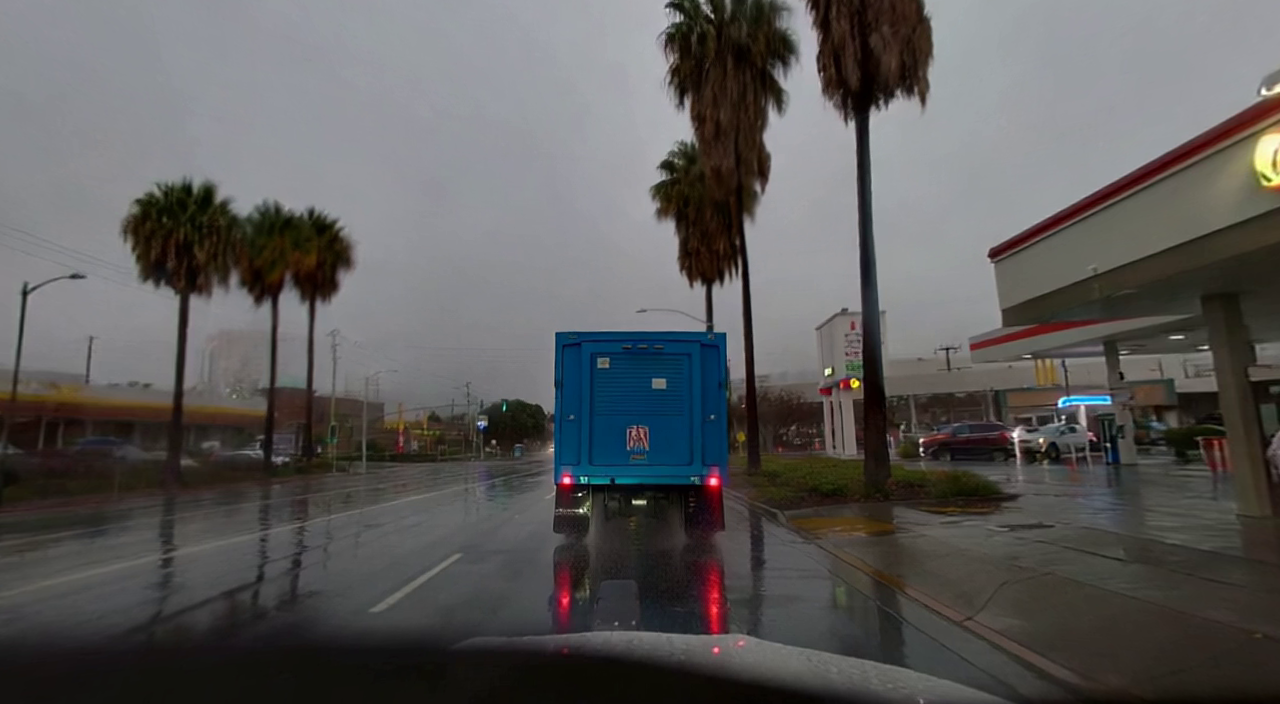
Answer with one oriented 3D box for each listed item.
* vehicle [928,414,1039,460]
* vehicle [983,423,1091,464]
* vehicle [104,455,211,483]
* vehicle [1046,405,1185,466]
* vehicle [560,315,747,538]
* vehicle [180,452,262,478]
[{"bbox_3d":[16.023,3.992,29.385,5.078,1.937,2.326,6,-10,-34],"label":"vehicle"},{"bbox_3d":[15.260,3.516,24.255,4.105,1.433,1.931,6,-10,-34],"label":"vehicle"},{"bbox_3d":[-27.588,6.670,36.326,4.493,1.453,1.912,4,-9,-27],"label":"vehicle"},{"bbox_3d":[15.785,2.736,20.915,4.472,1.730,1.939,2,-10,-31],"label":"vehicle"},{"bbox_3d":[0.147,1.350,11.441,2.463,2.954,5.938,1,-7,-1],"label":"vehicle"},{"bbox_3d":[-27.898,7.534,42.222,4.303,1.567,2.021,4,-9,-27],"label":"vehicle"}]
